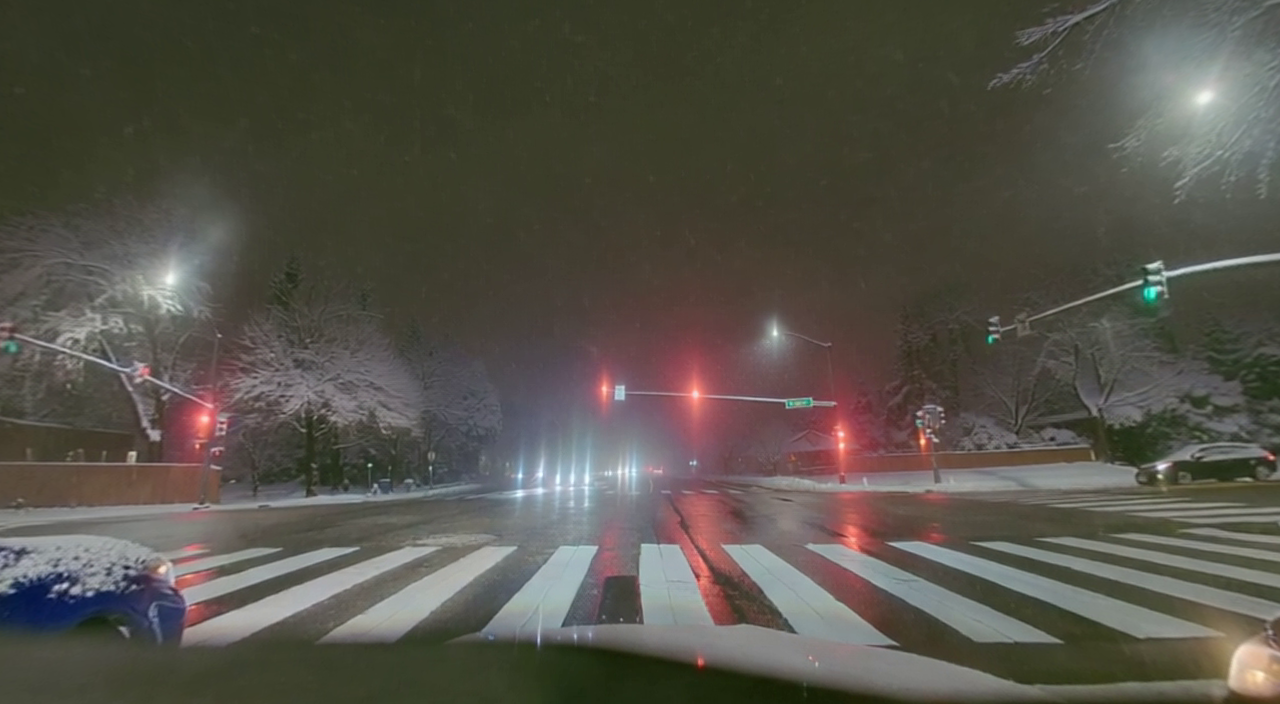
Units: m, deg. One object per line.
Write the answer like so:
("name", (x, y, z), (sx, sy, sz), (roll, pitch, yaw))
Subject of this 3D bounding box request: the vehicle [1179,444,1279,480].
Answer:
("vehicle", (25.671, 4.611, 26.584), (4.347, 1.411, 1.784), (0, -9, -3))

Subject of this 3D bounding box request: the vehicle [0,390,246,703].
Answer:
("vehicle", (-3.002, 0.776, 1.257), (1.969, 1.513, 3.773), (0, -9, 0))

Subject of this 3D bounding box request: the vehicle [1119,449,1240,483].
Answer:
("vehicle", (25.102, 5.280, 29.490), (4.123, 1.469, 1.790), (0, -8, -5))
